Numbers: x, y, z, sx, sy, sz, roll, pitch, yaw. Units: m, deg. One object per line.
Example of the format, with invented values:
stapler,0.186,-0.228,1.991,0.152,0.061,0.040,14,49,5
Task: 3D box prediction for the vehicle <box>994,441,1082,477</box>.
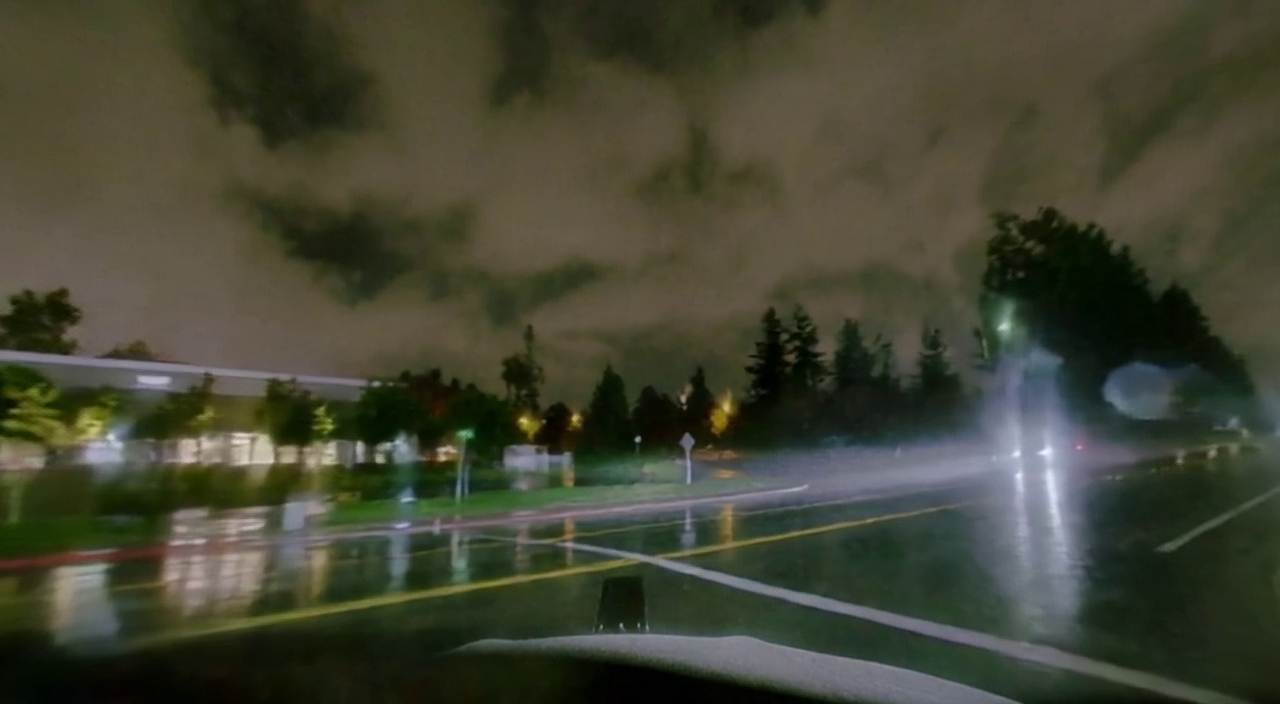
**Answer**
vehicle,17.839,4.766,28.267,4.433,1.465,1.926,7,-11,-39
